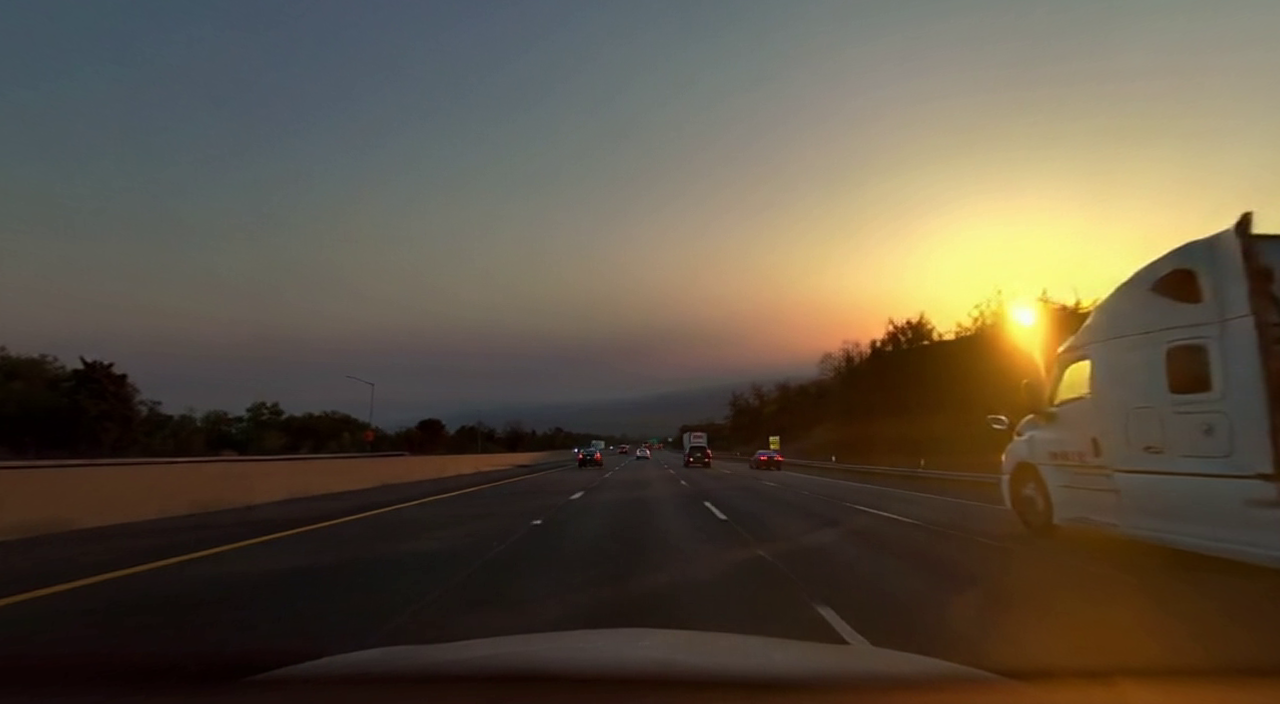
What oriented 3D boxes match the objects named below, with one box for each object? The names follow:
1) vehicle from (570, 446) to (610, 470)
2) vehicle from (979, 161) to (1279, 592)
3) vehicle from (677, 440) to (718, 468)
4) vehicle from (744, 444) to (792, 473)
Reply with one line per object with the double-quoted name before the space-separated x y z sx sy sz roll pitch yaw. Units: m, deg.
"vehicle" -3.305 7.184 42.740 2.164 1.507 4.748 0 -9 2
"vehicle" 7.741 0.525 7.879 3.034 4.112 7.110 0 -9 2
"vehicle" 4.427 7.966 49.335 2.770 1.990 5.755 0 -9 1
"vehicle" 8.085 6.753 40.214 2.188 1.727 4.381 0 -9 1
